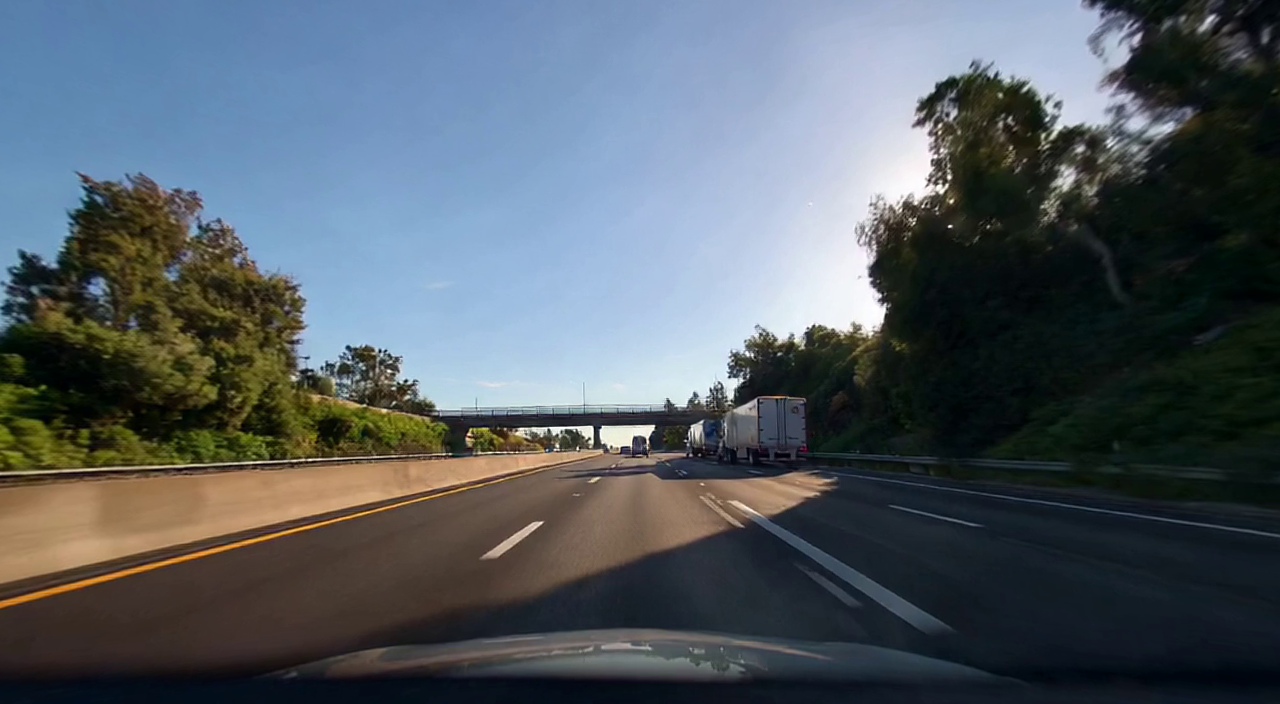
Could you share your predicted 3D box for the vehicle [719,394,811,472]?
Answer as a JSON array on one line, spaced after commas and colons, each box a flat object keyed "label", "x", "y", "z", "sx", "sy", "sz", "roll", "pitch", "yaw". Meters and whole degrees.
[{"label": "vehicle", "x": 7.479, "y": 5.379, "z": 40.475, "sx": 2.906, "sy": 4.070, "sz": 14.134, "roll": 0, "pitch": -9, "yaw": -1}]
